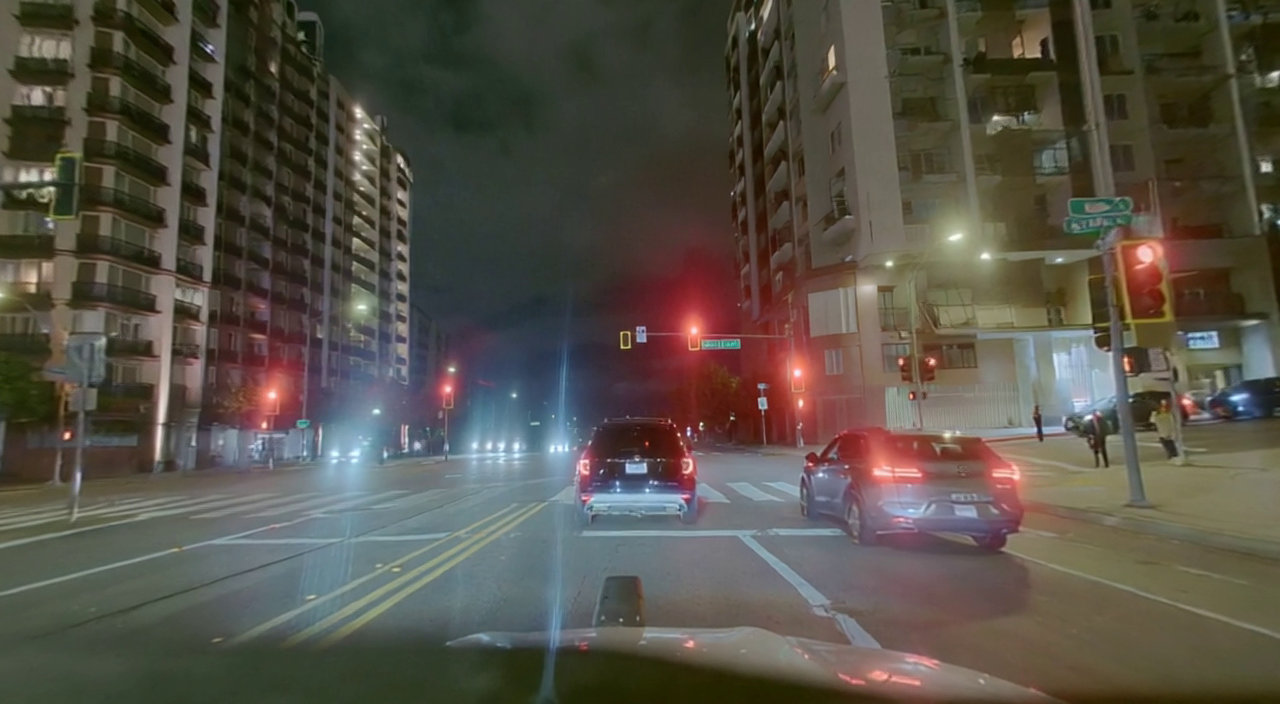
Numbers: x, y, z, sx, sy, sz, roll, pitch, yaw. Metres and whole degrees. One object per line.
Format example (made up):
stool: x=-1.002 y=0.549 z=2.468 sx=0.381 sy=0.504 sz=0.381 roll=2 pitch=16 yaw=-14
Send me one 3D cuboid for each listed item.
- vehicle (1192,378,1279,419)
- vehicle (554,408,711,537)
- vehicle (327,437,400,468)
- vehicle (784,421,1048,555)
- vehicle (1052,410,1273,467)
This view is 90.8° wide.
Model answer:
vehicle: x=26.675 y=2.024 z=27.057 sx=4.287 sy=1.639 sz=1.729 roll=0 pitch=-9 yaw=1
vehicle: x=-0.071 y=1.979 z=10.893 sx=2.168 sy=1.776 sz=4.135 roll=0 pitch=-9 yaw=1
vehicle: x=-16.466 y=6.019 z=37.874 sx=2.132 sy=1.710 sz=4.504 roll=-1 pitch=-9 yaw=3
vehicle: x=3.716 y=1.915 z=9.616 sx=1.987 sy=1.538 sz=4.510 roll=0 pitch=-9 yaw=0
vehicle: x=14.284 y=2.408 z=17.484 sx=4.354 sy=1.466 sz=1.863 roll=0 pitch=-9 yaw=2
